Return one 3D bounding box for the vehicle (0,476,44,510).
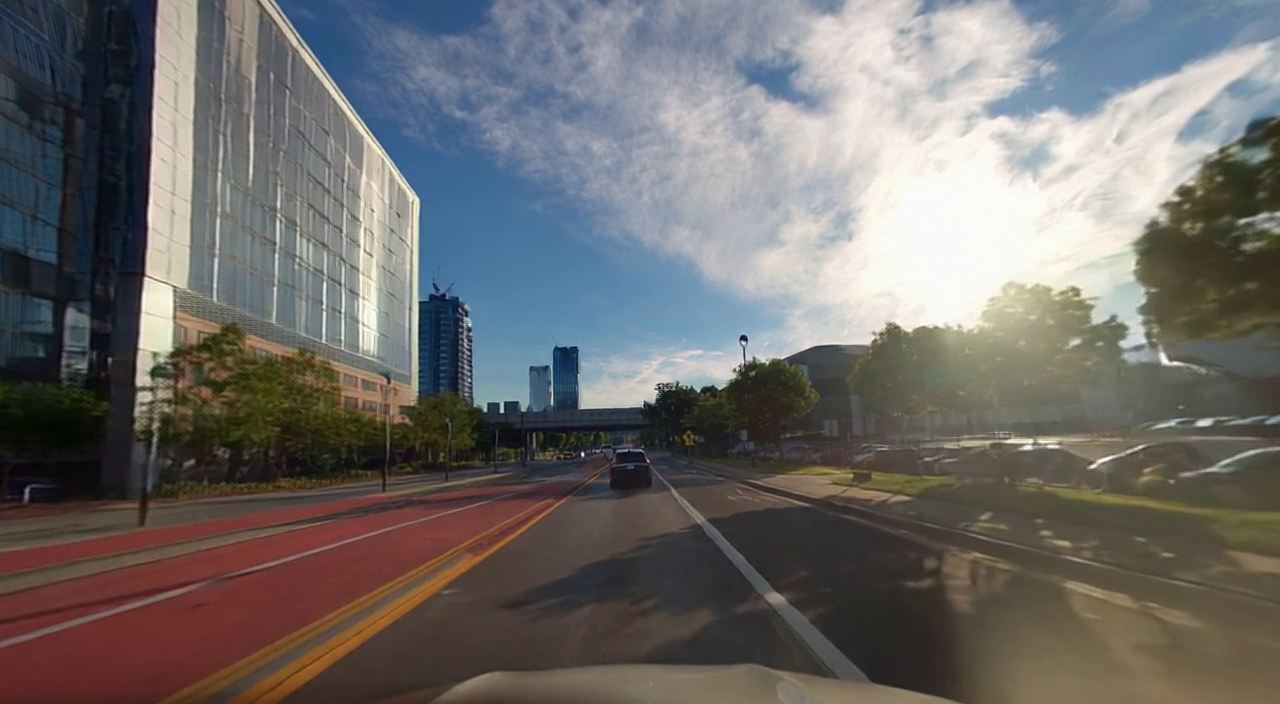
[{"bbox_3d":[-32.565,7.303,32.802,1.970,1.476,3.940,7,-12,-41],"label":"vehicle"}]

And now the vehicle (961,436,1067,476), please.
[{"bbox_3d":[15.181,4.247,25.844,1.913,1.470,3.714,0,-9,-3],"label":"vehicle"}]

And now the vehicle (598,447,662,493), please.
[{"bbox_3d":[-0.383,4.121,22.429,2.063,1.442,4.135,0,-9,-2],"label":"vehicle"}]

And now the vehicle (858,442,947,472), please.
[{"bbox_3d":[14.335,5.722,34.614,4.003,1.476,1.884,-2,-8,2],"label":"vehicle"}]
